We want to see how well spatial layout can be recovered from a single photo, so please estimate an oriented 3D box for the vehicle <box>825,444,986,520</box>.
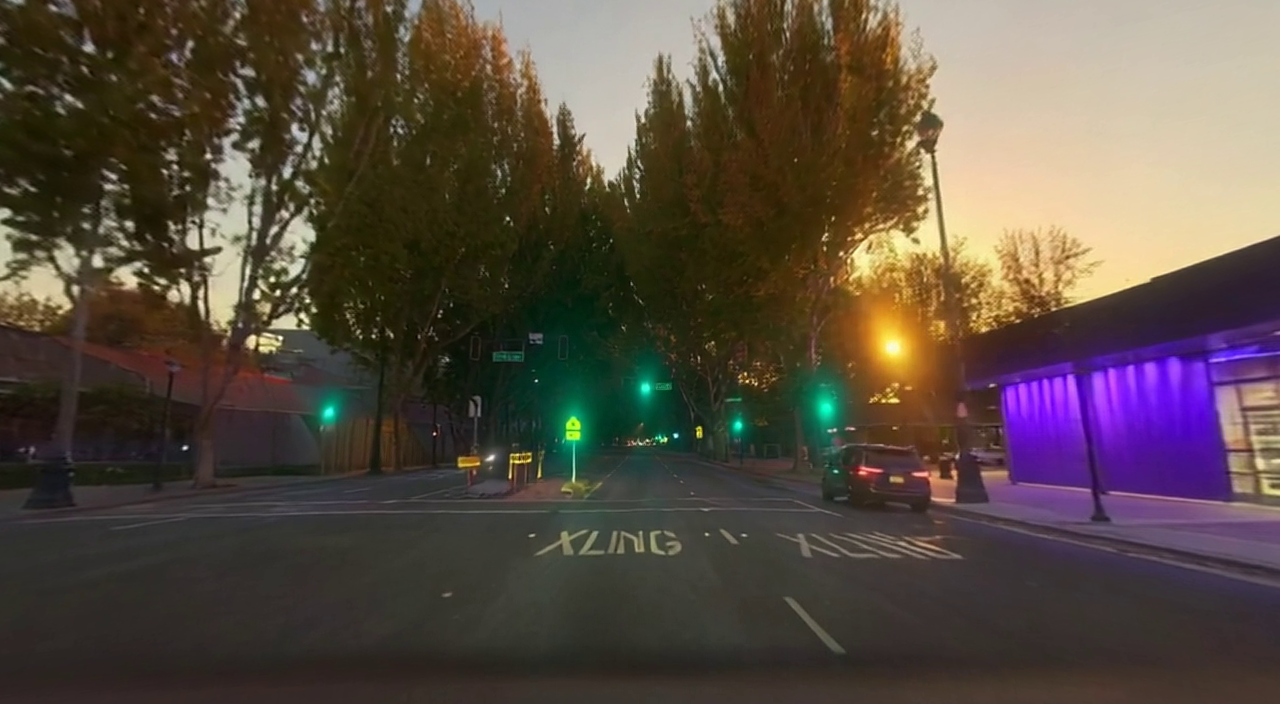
[{"bbox_3d":[6.056,2.983,15.054,1.906,1.523,4.336,0,-9,-1],"label":"vehicle"}]
